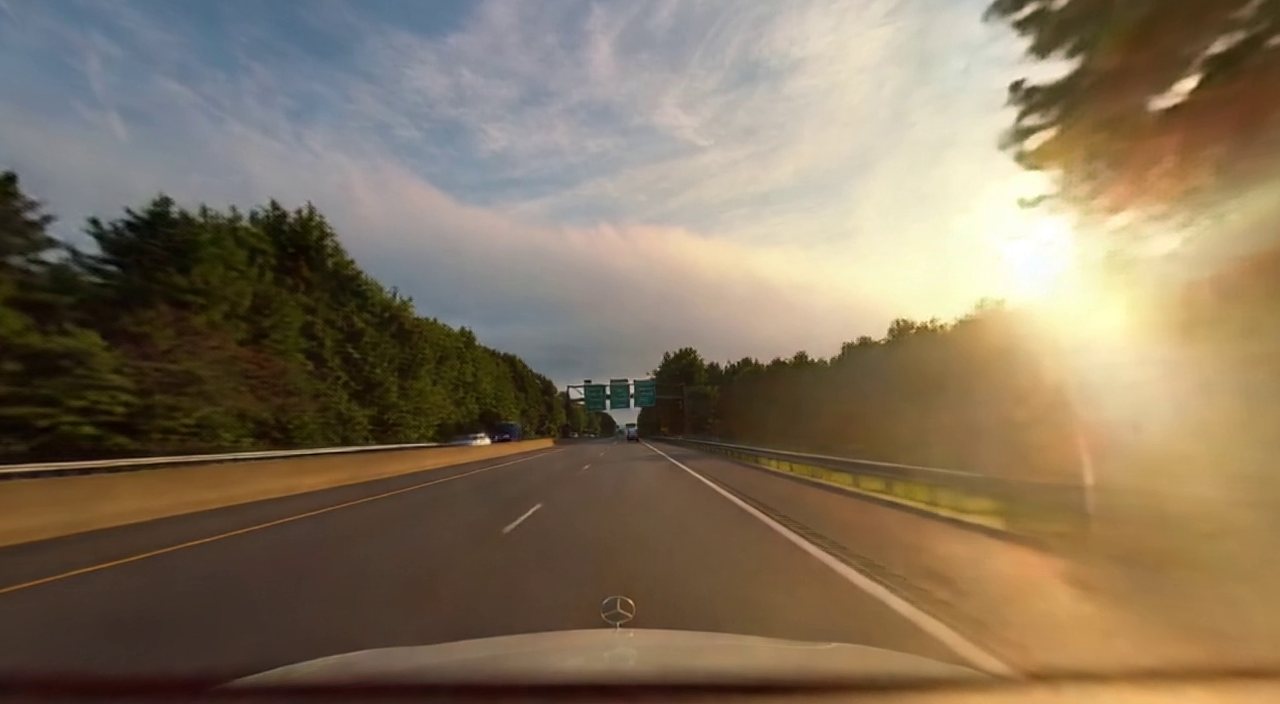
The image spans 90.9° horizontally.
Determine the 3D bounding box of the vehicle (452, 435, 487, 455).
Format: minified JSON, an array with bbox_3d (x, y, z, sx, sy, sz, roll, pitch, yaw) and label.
[{"bbox_3d":[-12.828,6.968,47.477,1.671,1.412,3.718,1,-8,-1],"label":"vehicle"}]
